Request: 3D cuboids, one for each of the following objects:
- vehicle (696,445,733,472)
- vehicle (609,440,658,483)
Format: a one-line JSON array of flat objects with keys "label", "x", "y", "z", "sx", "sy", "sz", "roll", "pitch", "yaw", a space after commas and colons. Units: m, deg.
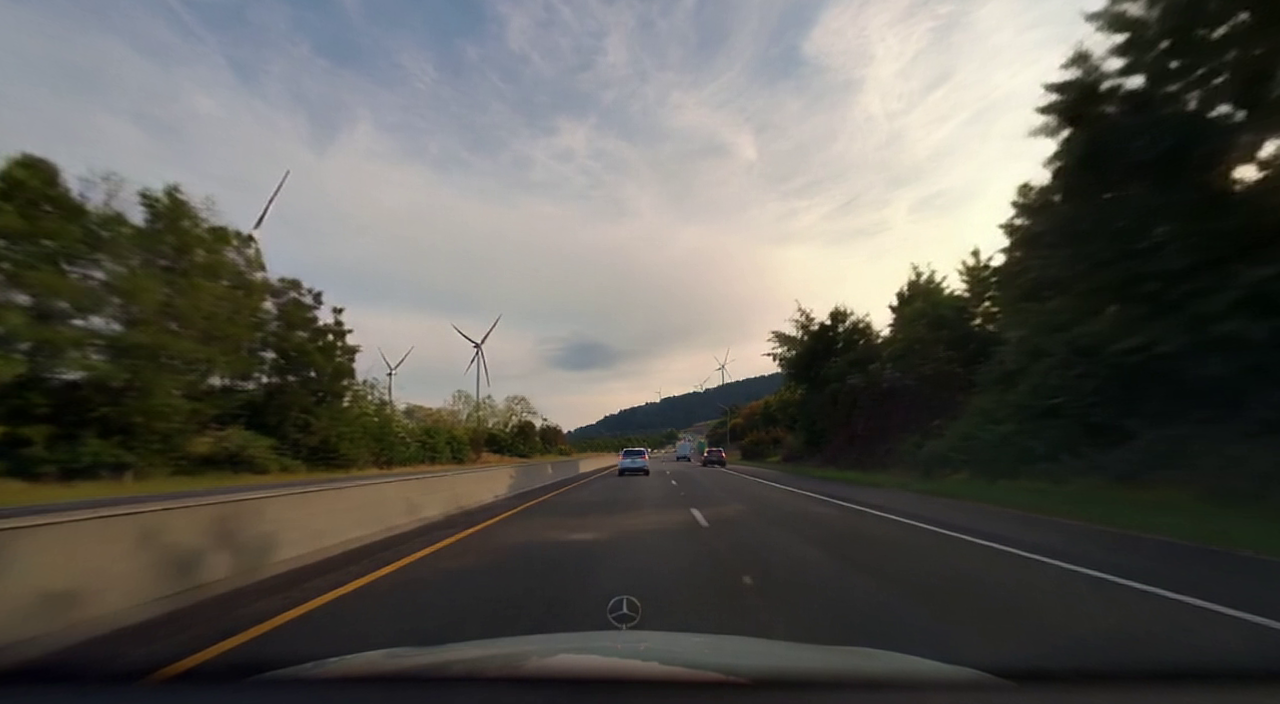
[{"label": "vehicle", "x": 4.986, "y": 7.185, "z": 42.579, "sx": 2.040, "sy": 1.721, "sz": 4.507, "roll": 0, "pitch": -9, "yaw": 1}, {"label": "vehicle", "x": -0.227, "y": 4.869, "z": 28.212, "sx": 2.038, "sy": 1.723, "sz": 4.150, "roll": 0, "pitch": -9, "yaw": 1}]
